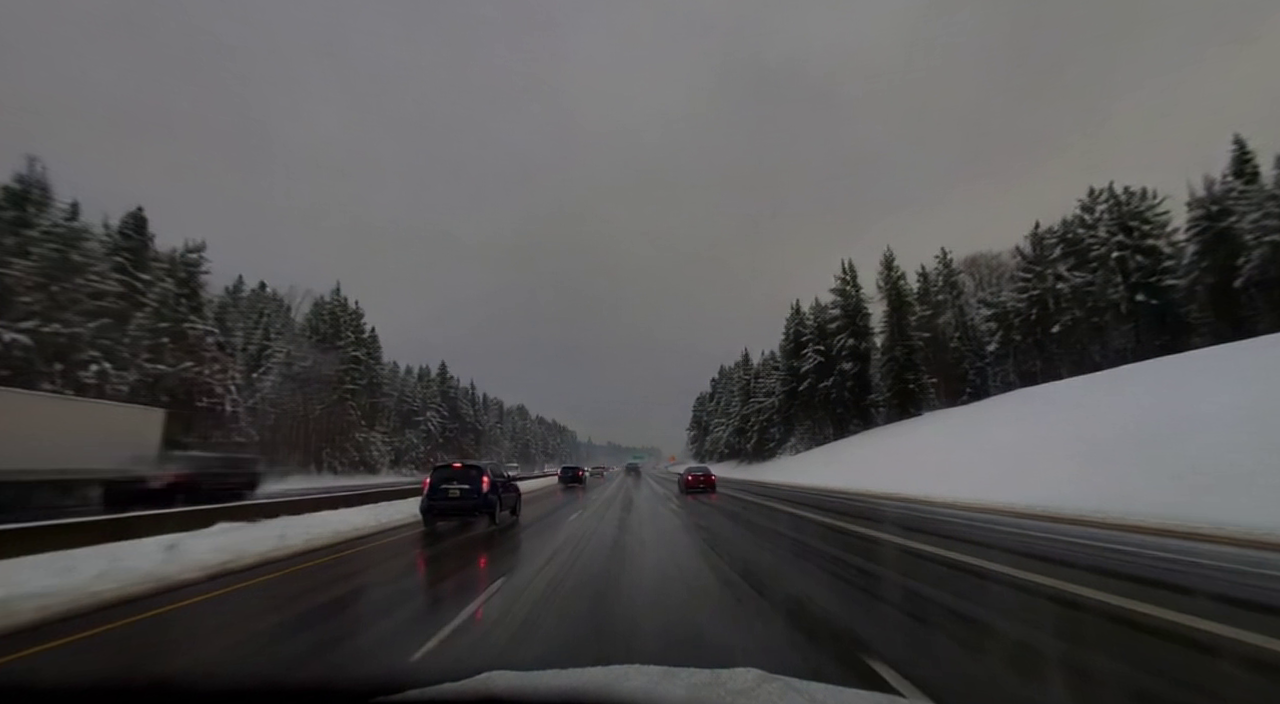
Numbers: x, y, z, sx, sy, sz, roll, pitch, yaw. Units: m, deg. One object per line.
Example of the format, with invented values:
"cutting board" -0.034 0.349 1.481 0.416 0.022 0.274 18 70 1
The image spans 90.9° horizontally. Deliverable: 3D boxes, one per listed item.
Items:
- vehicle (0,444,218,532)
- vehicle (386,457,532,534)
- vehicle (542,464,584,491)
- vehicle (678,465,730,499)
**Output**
"vehicle" -13.884 3.437 16.390 2.102 1.857 5.552 1 -11 -2
"vehicle" -3.979 3.271 14.837 2.004 1.468 4.812 1 -11 0
"vehicle" -4.445 7.297 36.821 2.000 1.484 3.995 1 -11 -1
"vehicle" 3.047 6.332 30.972 1.981 1.516 4.109 1 -11 -2
